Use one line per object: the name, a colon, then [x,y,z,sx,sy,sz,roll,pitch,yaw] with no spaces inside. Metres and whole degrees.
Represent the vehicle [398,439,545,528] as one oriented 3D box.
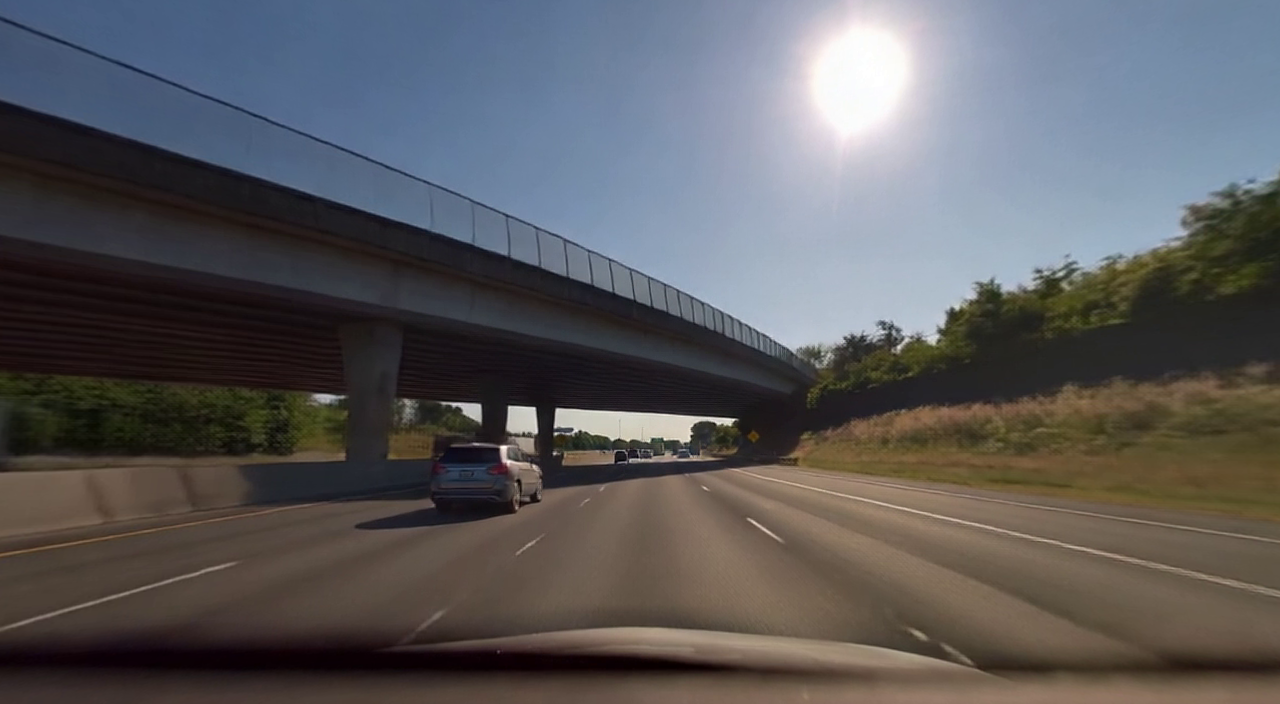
vehicle: [-3.457,2.771,13.886,2.016,1.623,4.126,0,-9,1]
